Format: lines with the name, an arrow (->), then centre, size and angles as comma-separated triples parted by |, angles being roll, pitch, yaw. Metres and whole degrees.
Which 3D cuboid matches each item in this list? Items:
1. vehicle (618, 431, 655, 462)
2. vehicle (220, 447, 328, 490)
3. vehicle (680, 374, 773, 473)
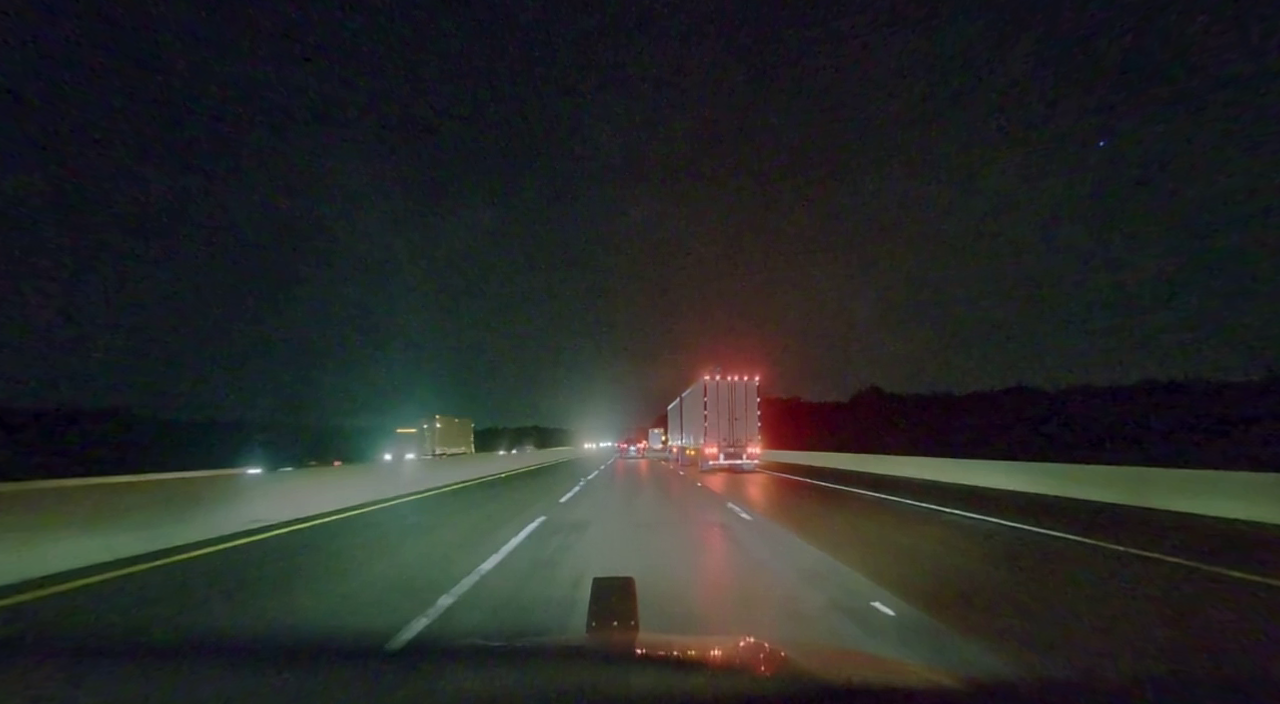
vehicle -> -0.311, 6.641, 44.299 | 2.456, 2.007, 4.728 | 0, -8, -2
vehicle -> -14.816, 4.711, 25.756 | 2.059, 1.535, 3.963 | 0, -8, -1
vehicle -> 3.733, 3.451, 29.527 | 2.967, 3.961, 8.660 | 0, -8, -1
